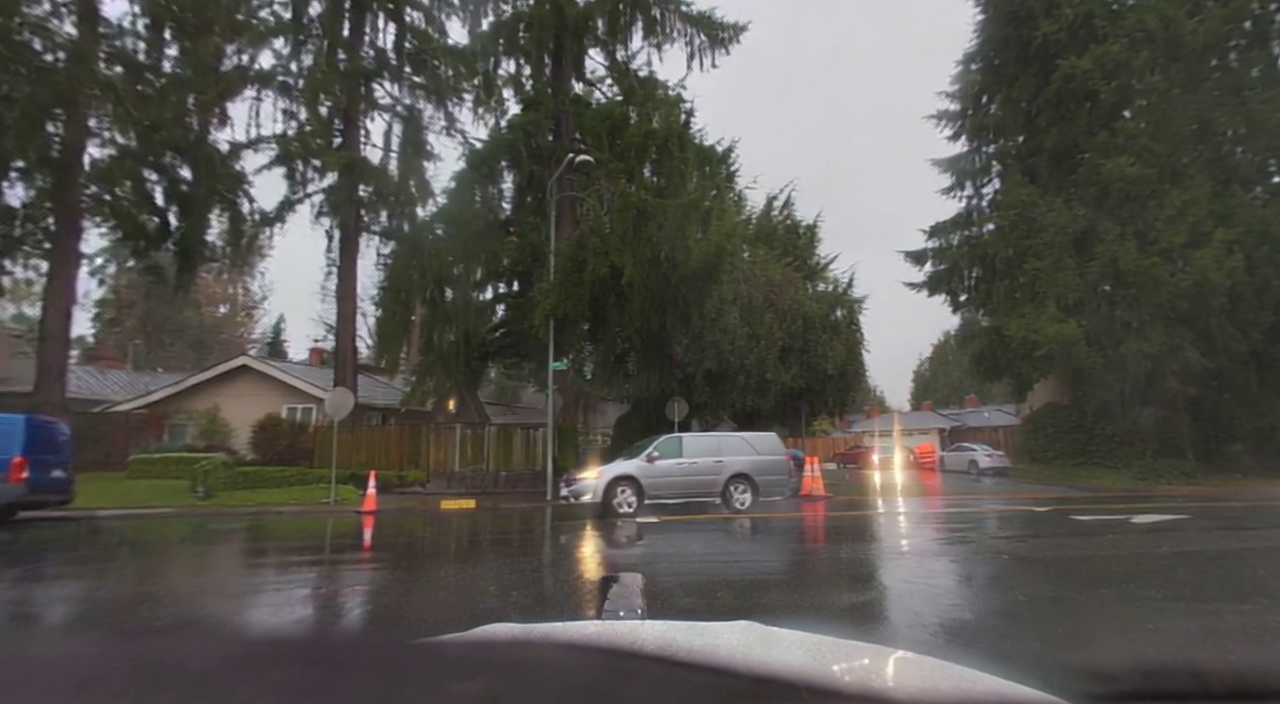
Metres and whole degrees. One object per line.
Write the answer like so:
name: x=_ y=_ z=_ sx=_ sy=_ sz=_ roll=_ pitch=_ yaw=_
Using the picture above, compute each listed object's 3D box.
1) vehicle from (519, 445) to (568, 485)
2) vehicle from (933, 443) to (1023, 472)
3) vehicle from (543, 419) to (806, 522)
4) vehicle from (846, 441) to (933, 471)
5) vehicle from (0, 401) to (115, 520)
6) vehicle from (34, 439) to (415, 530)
vehicle: x=-3.962 y=4.504 z=25.482 sx=1.648 sy=1.430 sz=3.654 roll=4 pitch=-9 yaw=-12
vehicle: x=18.095 y=5.617 z=33.906 sx=3.863 sy=1.453 sz=1.826 roll=2 pitch=-8 yaw=-11
vehicle: x=0.655 y=2.406 z=13.264 sx=5.047 sy=1.851 sz=2.103 roll=2 pitch=-9 yaw=-16
vehicle: x=16.602 y=6.892 z=42.115 sx=4.984 sy=1.912 sz=2.132 roll=2 pitch=-9 yaw=-12
vehicle: x=-16.431 y=2.384 z=13.186 sx=7.824 sy=2.323 sz=2.863 roll=0 pitch=-11 yaw=-10
vehicle: x=-8.947 y=2.918 z=14.619 sx=6.643 sy=1.777 sz=2.925 roll=2 pitch=-9 yaw=-12
